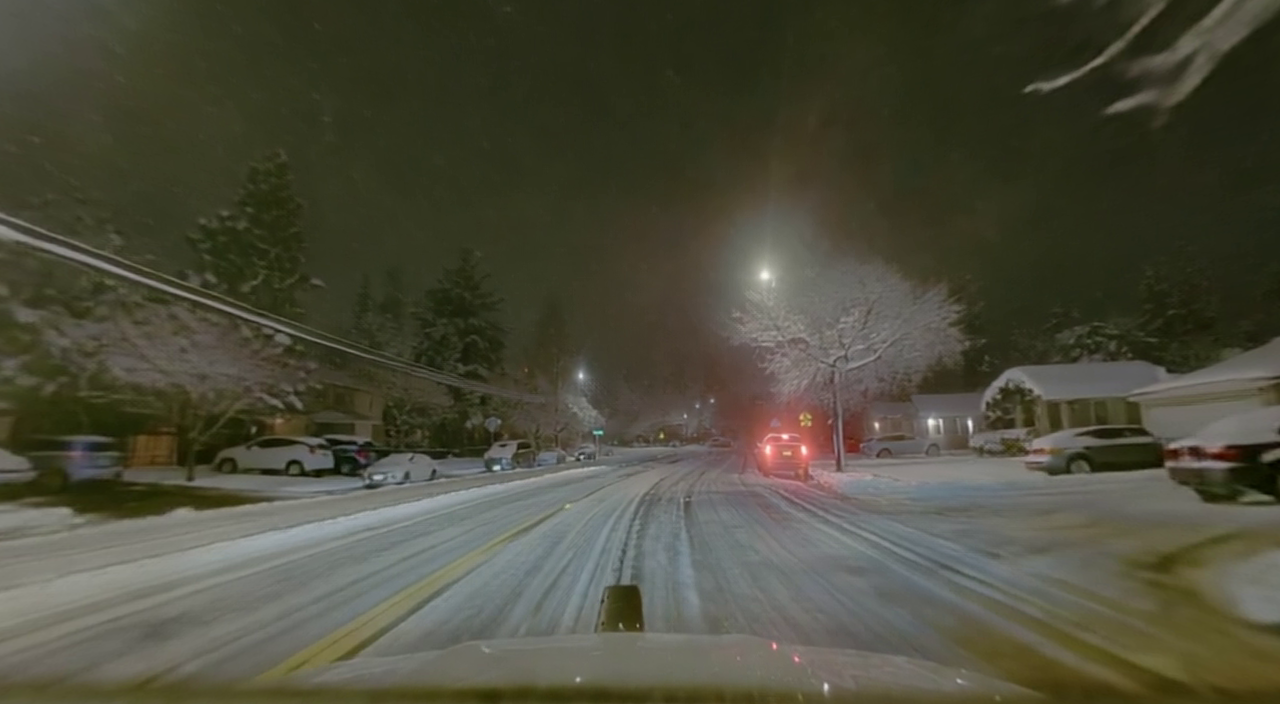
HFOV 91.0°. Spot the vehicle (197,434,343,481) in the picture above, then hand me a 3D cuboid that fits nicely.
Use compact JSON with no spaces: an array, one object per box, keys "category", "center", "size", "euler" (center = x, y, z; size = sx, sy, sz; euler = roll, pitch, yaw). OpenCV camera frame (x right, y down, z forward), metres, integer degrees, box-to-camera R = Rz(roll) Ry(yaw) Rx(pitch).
[{"category":"vehicle","center":[-16.323,4.622,27.897],"size":[5.192,1.915,2.200],"euler":[-1,-8,8]}]

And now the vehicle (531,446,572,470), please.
[{"category":"vehicle","center":[-6.423,7.736,46.087],"size":[1.967,1.488,4.216],"euler":[-6,-9,5]}]

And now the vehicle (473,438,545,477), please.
[{"category":"vehicle","center":[-7.817,6.360,38.169],"size":[2.450,1.998,5.367],"euler":[-5,-9,9]}]

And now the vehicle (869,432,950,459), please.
[{"category":"vehicle","center":[18.215,6.326,42.812],"size":[4.637,1.661,2.158],"euler":[-3,-8,13]}]

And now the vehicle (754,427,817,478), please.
[{"category":"vehicle","center":[6.900,4.853,30.623],"size":[2.574,2.156,6.672],"euler":[-2,-9,10]}]

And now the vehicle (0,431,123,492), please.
[{"category":"vehicle","center":[-19.609,3.431,20.099],"size":[4.662,1.684,1.997],"euler":[1,-8,8]}]

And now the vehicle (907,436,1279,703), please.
[{"category":"vehicle","center":[4.354,1.441,4.744],"size":[2.293,1.516,5.391],"euler":[1,-8,-1]}]

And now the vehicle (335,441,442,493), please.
[{"category":"vehicle","center":[-9.962,4.557,25.409],"size":[2.105,1.776,4.657],"euler":[-4,-9,5]}]
